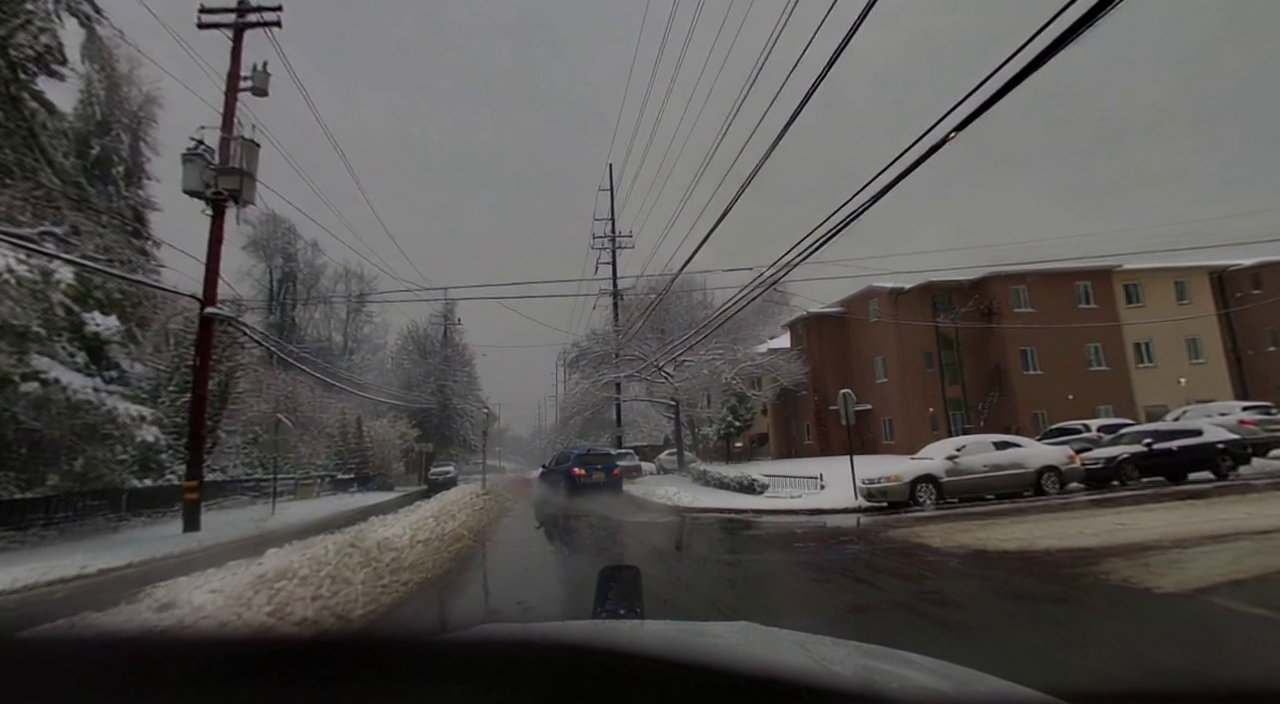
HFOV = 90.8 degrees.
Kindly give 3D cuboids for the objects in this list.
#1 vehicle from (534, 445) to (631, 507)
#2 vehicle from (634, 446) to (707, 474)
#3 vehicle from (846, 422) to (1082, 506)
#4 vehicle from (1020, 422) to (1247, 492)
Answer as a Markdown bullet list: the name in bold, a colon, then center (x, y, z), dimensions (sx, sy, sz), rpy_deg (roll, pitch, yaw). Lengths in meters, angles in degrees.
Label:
- **vehicle**: center (-2.157, 4.245, 22.257), dimensions (2.155, 1.872, 4.790), rpy_deg (3, -9, -21)
- **vehicle**: center (1.974, 7.085, 41.549), dimensions (4.424, 1.645, 1.820), rpy_deg (1, -9, -12)
- **vehicle**: center (8.001, 2.822, 15.845), dimensions (4.877, 1.755, 1.918), rpy_deg (-1, -13, -10)
- **vehicle**: center (13.114, 2.807, 16.911), dimensions (4.830, 1.490, 1.878), rpy_deg (-1, -11, -11)
